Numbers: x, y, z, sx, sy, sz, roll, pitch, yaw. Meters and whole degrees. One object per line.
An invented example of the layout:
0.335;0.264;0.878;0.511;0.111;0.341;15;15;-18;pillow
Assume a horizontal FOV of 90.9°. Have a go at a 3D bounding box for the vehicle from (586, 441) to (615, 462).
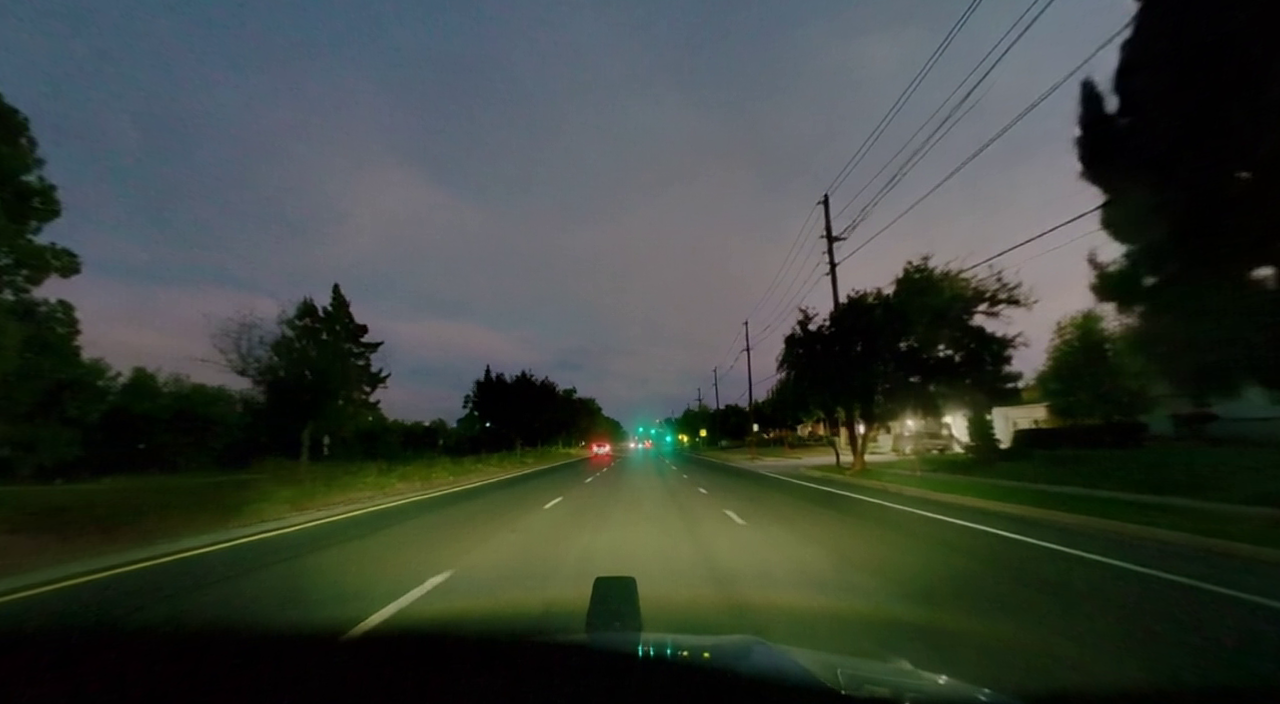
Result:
-3.008;7.698;48.697;2.007;1.514;4.049;0;-9;1;vehicle
